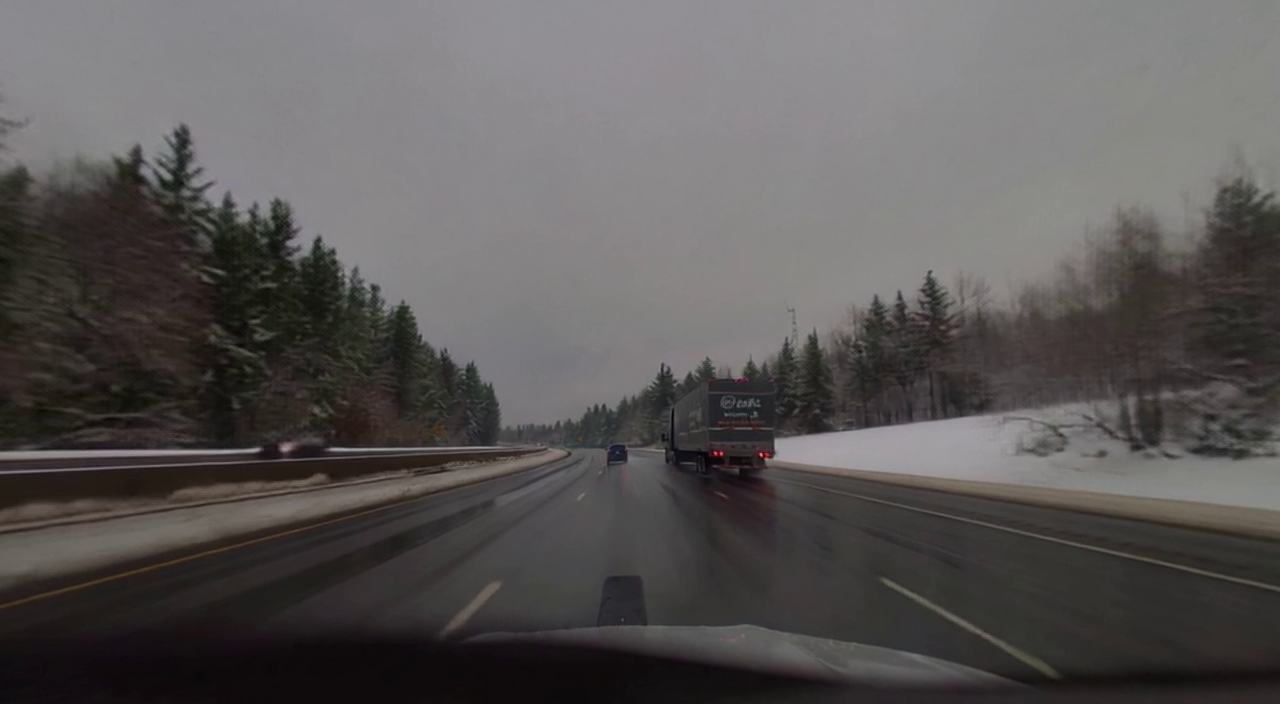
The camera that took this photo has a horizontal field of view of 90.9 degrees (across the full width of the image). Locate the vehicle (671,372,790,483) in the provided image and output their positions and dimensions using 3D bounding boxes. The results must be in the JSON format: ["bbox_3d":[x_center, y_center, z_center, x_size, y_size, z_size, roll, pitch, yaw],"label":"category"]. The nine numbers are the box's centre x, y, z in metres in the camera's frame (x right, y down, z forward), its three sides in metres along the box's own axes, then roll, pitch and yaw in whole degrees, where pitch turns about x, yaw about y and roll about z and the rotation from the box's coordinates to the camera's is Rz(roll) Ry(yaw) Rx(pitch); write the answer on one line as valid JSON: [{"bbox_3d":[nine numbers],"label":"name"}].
[{"bbox_3d":[3.618,3.788,30.008,2.951,4.012,14.203,0,-9,-3],"label":"vehicle"}]

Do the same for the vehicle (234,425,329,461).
[{"bbox_3d":[-17.352,4.478,30.823,1.926,1.629,4.668,0,-9,-1],"label":"vehicle"}]

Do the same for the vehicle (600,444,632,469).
[{"bbox_3d":[-1.468,6.475,39.113,1.913,1.460,3.610,0,-9,-1],"label":"vehicle"}]
